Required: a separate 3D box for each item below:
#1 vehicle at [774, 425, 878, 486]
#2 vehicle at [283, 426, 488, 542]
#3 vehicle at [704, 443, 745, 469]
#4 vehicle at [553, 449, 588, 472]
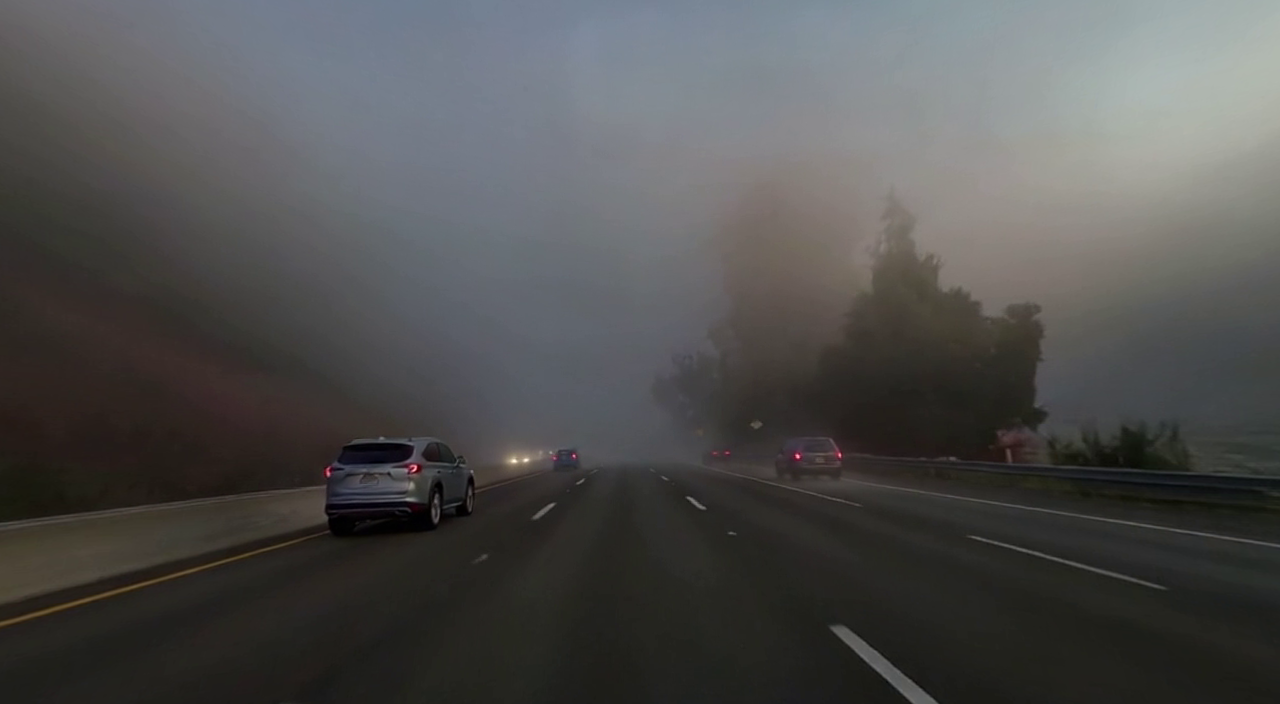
[{"bbox_3d":[7.010,4.011,24.488,2.378,2.096,5.119,0,-9,-1],"label":"vehicle"},{"bbox_3d":[-4.410,2.350,11.826,2.079,1.745,4.281,0,-9,-1],"label":"vehicle"},{"bbox_3d":[5.963,7.410,45.041,2.107,1.732,4.527,0,-9,-3],"label":"vehicle"},{"bbox_3d":[-4.680,7.362,42.973,2.009,1.488,4.289,0,-9,-2],"label":"vehicle"}]
